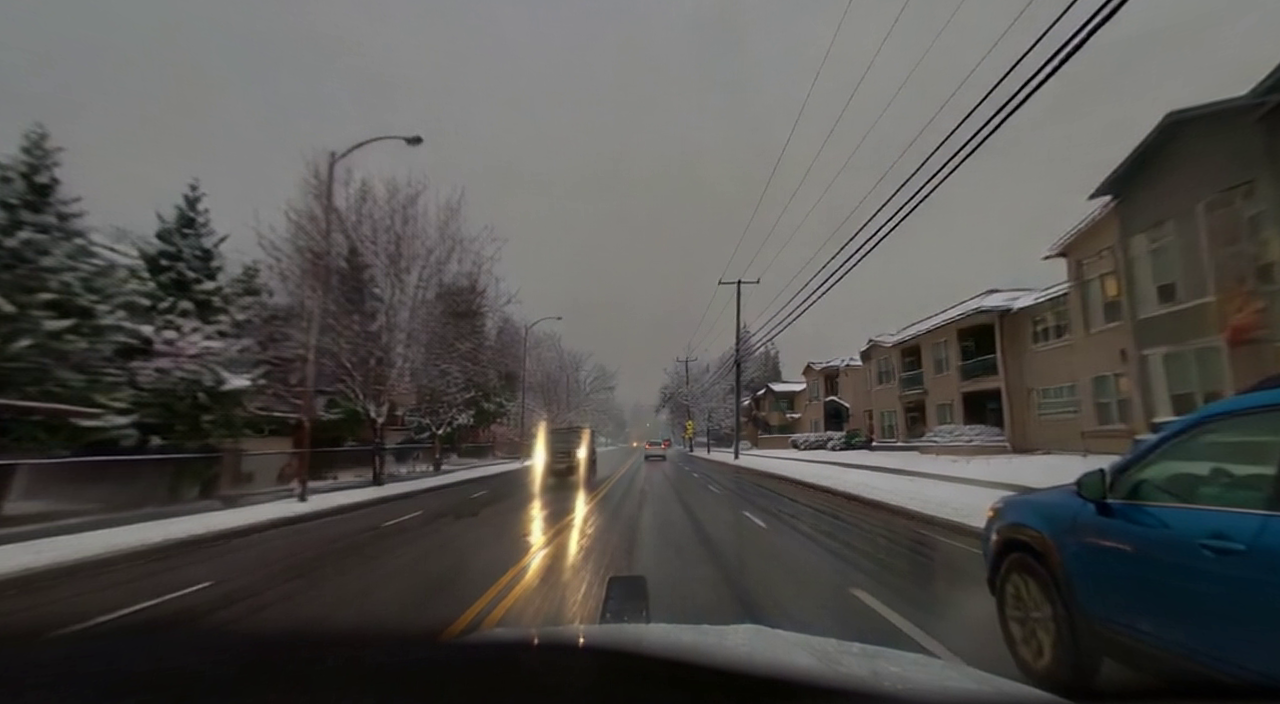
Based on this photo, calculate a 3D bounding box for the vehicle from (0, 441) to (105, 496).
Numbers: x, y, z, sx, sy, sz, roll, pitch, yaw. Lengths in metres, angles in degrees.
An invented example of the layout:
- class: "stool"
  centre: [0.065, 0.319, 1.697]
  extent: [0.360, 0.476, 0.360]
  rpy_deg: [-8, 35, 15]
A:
- class: "vehicle"
  centre: [-20.505, 3.728, 20.469]
  extent: [4.134, 1.655, 2.225]
  rpy_deg: [1, -8, -3]

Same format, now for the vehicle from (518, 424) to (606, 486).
- class: "vehicle"
  centre: [-2.735, 3.840, 23.825]
  extent: [2.469, 2.023, 5.896]
  rpy_deg: [0, -8, 1]

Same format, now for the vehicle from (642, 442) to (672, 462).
- class: "vehicle"
  centre: [1.222, 7.495, 47.489]
  extent: [2.097, 1.463, 4.043]
  rpy_deg: [0, -8, 0]

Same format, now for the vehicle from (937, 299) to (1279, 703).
- class: "vehicle"
  centre: [3.395, 0.779, 2.496]
  extent: [2.130, 1.863, 4.844]
  rpy_deg: [0, -8, 1]
